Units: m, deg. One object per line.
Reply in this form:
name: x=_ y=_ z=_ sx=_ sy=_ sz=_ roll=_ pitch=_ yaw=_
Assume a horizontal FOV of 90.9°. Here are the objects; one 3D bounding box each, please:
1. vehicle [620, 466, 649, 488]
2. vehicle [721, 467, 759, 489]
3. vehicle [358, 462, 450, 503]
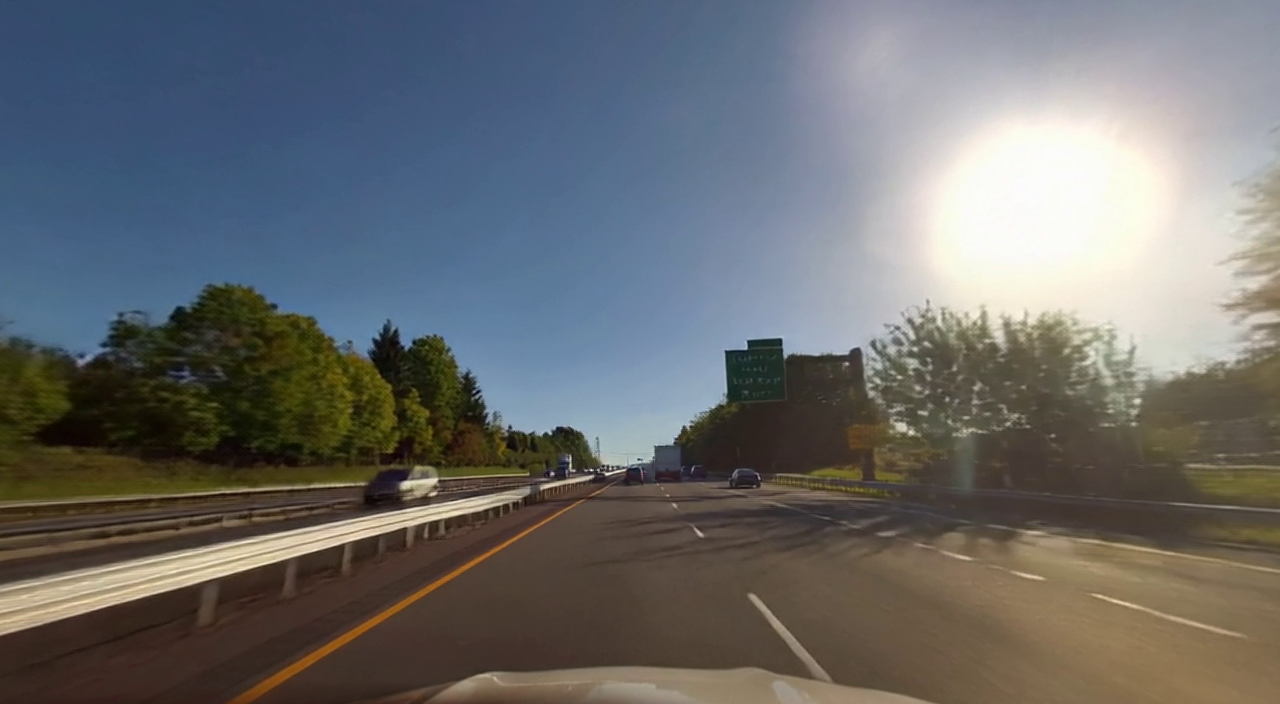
vehicle: x=-0.419 y=9.082 z=45.848 sx=2.025 sy=1.452 sz=3.927 roll=1 pitch=-10 yaw=-1
vehicle: x=7.226 y=9.183 z=46.047 sx=1.977 sy=1.494 sz=4.311 roll=1 pitch=-10 yaw=-2
vehicle: x=-9.701 y=5.409 z=26.304 sx=2.098 sy=1.510 sz=4.343 roll=1 pitch=-10 yaw=1
